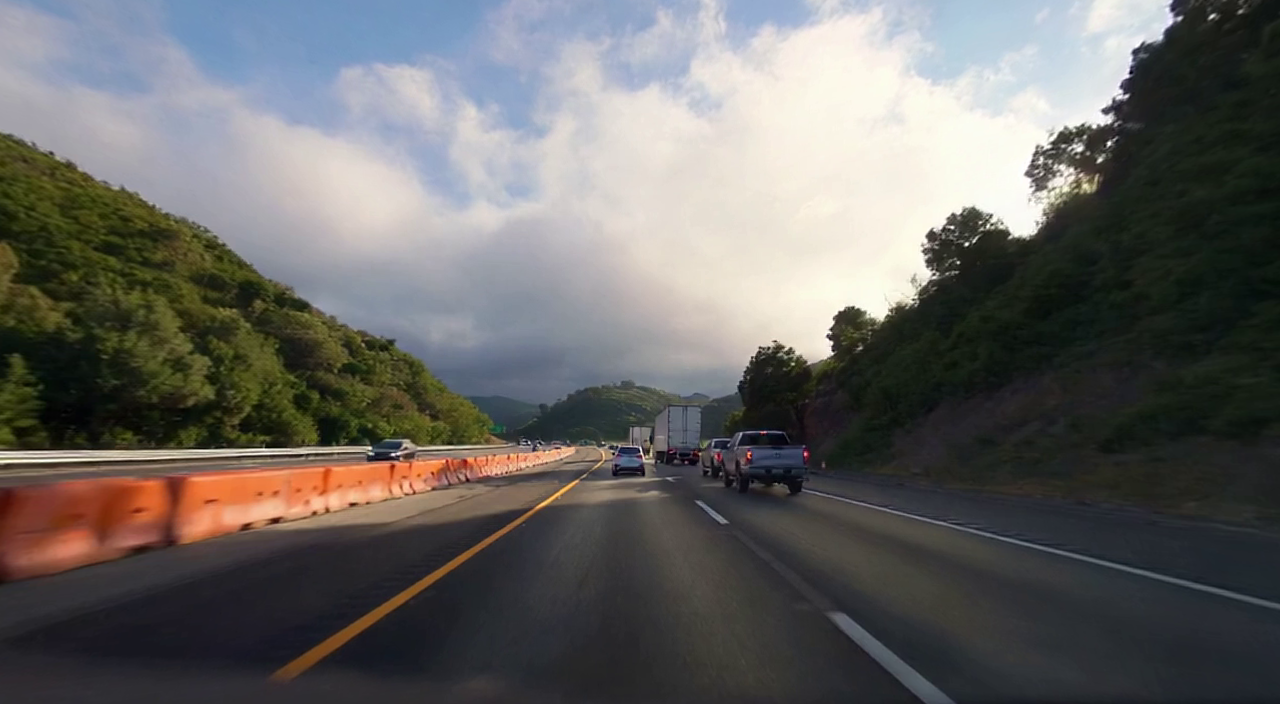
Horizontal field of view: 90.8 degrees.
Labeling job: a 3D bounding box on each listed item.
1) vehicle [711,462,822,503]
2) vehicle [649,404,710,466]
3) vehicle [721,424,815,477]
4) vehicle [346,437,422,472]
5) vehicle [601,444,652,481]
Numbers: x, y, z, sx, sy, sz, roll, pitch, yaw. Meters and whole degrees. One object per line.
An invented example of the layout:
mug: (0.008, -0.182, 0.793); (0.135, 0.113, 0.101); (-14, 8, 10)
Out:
vehicle: (3.728, 3.989, 19.713); (2.129, 0.956, 5.390); (0, -9, -3)
vehicle: (2.679, 6.616, 48.914); (2.911, 4.099, 14.578); (1, -9, -4)
vehicle: (3.800, 3.051, 19.552); (1.873, 1.465, 4.264); (0, -9, -2)
vehicle: (-11.393, 4.578, 28.322); (1.828, 1.468, 3.802); (0, -9, -1)
vehicle: (-0.590, 4.649, 26.798); (2.029, 1.437, 3.794); (0, -9, -2)
